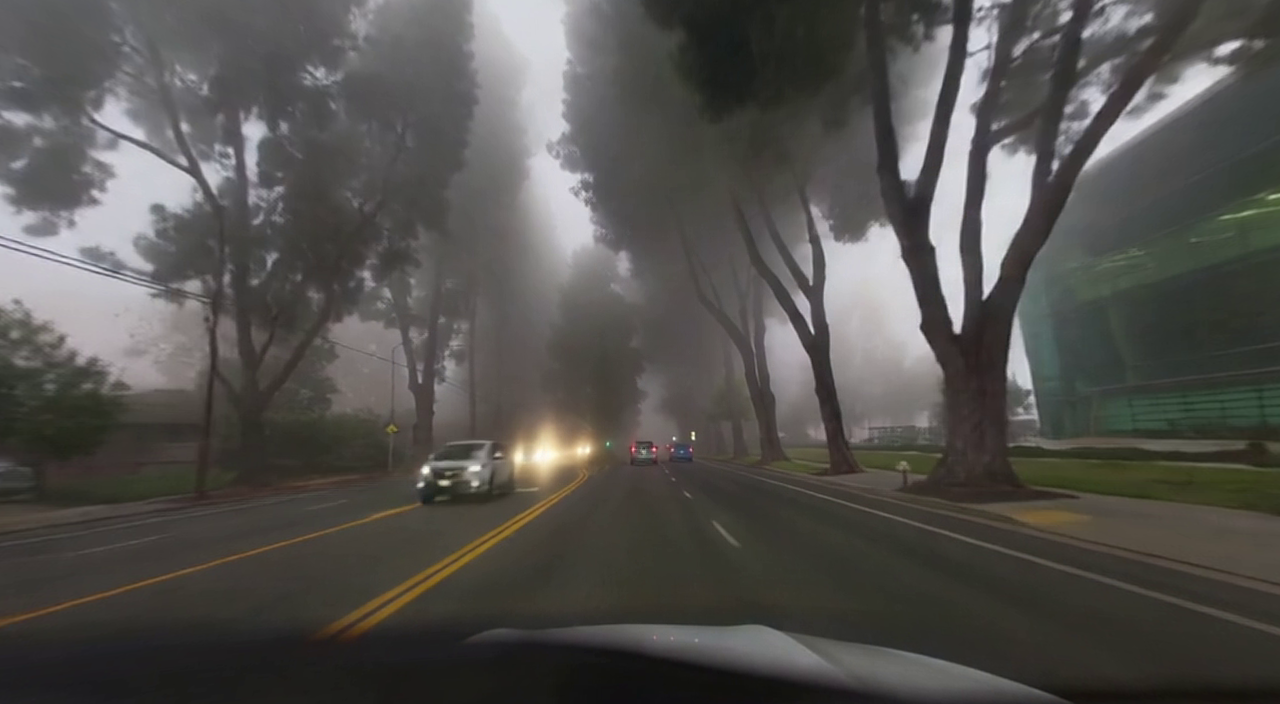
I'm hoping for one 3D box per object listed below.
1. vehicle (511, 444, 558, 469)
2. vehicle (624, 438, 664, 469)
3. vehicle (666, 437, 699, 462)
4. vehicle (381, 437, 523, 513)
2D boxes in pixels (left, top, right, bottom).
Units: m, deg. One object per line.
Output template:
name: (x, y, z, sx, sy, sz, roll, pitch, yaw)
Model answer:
vehicle: (-6.487, 6.475, 39.384, 2.081, 1.477, 4.760, 0, -8, 1)
vehicle: (0.208, 5.654, 35.270, 2.109, 1.612, 3.963, 0, -8, 0)
vehicle: (3.167, 7.417, 47.941, 2.189, 1.766, 4.495, 0, -8, -1)
vehicle: (-4.188, 2.787, 14.904, 2.014, 1.487, 4.591, 0, -8, -1)
